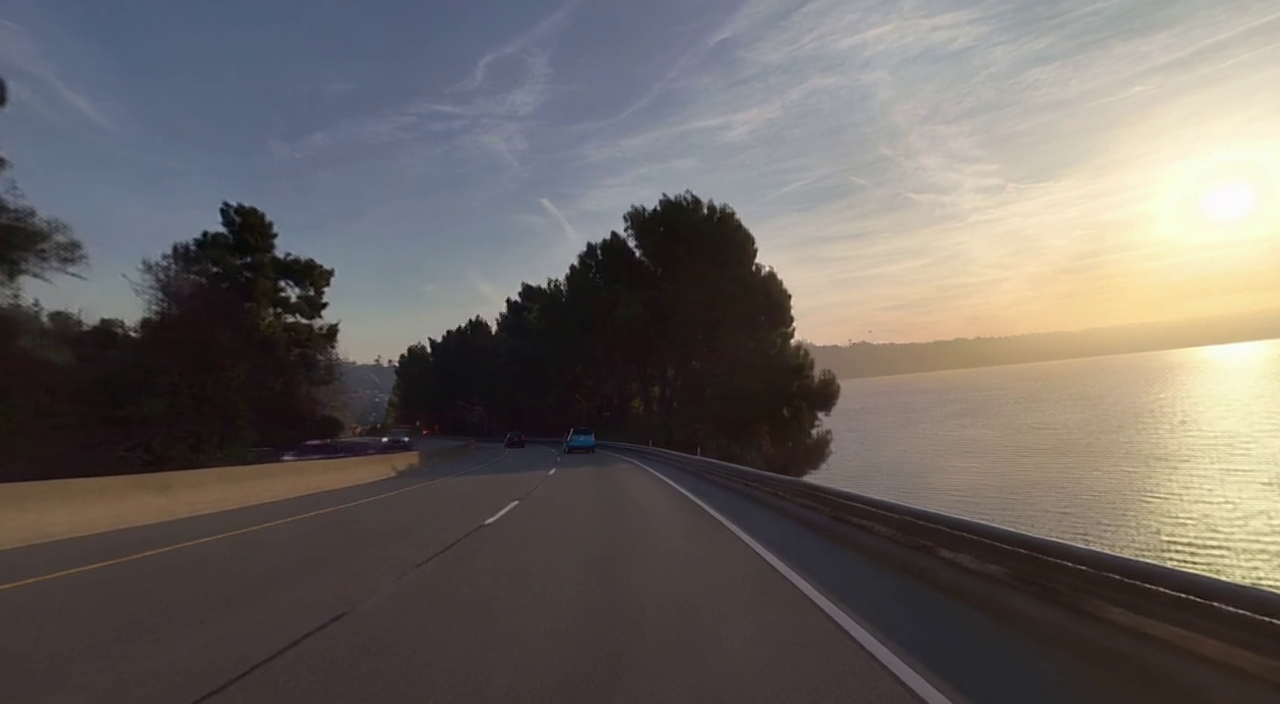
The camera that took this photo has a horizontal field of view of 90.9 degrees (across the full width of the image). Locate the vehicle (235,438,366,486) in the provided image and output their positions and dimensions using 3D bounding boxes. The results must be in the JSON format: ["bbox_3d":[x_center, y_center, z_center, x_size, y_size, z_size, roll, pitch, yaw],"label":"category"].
[{"bbox_3d":[-11.314,3.696,21.428,2.287,1.438,4.244,1,-9,-4],"label":"vehicle"}]

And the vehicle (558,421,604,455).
[{"bbox_3d":[-4.079,5.856,42.652,2.632,2.162,5.529,2,-9,-10],"label":"vehicle"}]
